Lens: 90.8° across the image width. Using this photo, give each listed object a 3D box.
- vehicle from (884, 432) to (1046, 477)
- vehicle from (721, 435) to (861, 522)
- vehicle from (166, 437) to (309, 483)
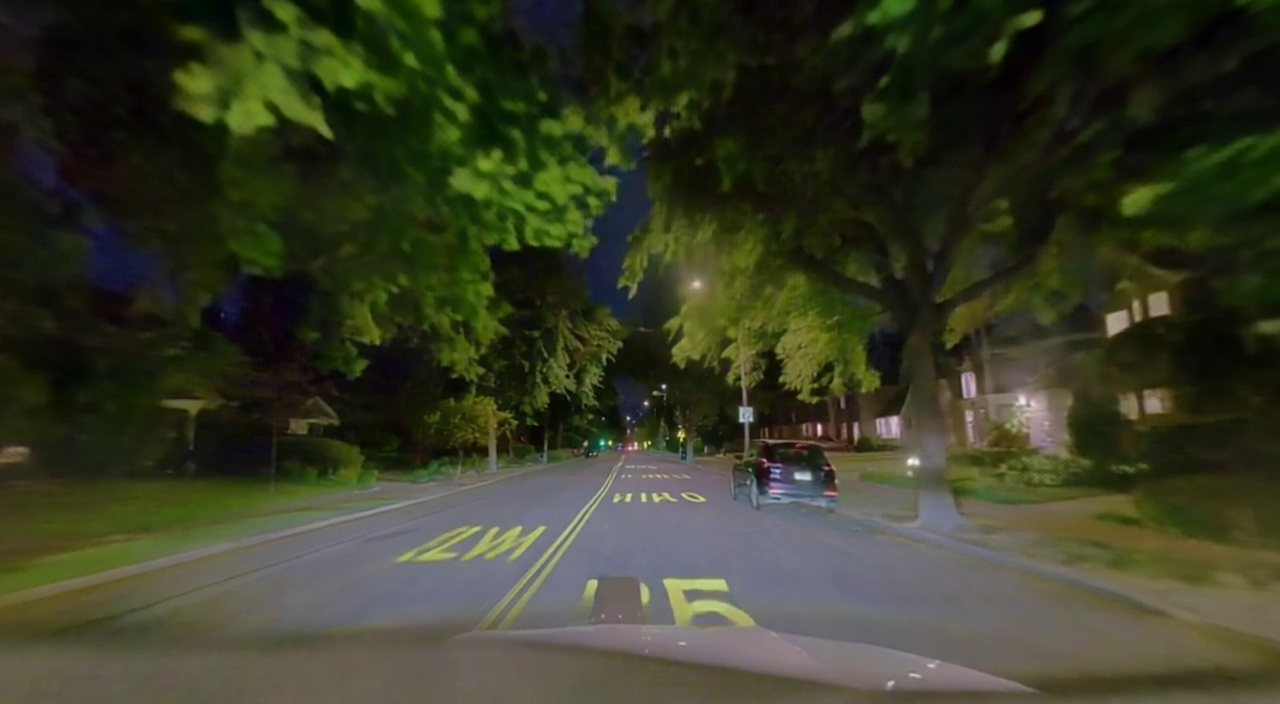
[{"bbox_3d":[11.282,3.583,22.220,4.472,1.481,2.143,0,-8,0],"label":"vehicle"},{"bbox_3d":[3.152,2.725,14.279,1.988,1.618,4.567,0,-8,-1],"label":"vehicle"},{"bbox_3d":[-16.147,4.336,25.551,4.331,1.738,2.067,0,-9,1],"label":"vehicle"}]
